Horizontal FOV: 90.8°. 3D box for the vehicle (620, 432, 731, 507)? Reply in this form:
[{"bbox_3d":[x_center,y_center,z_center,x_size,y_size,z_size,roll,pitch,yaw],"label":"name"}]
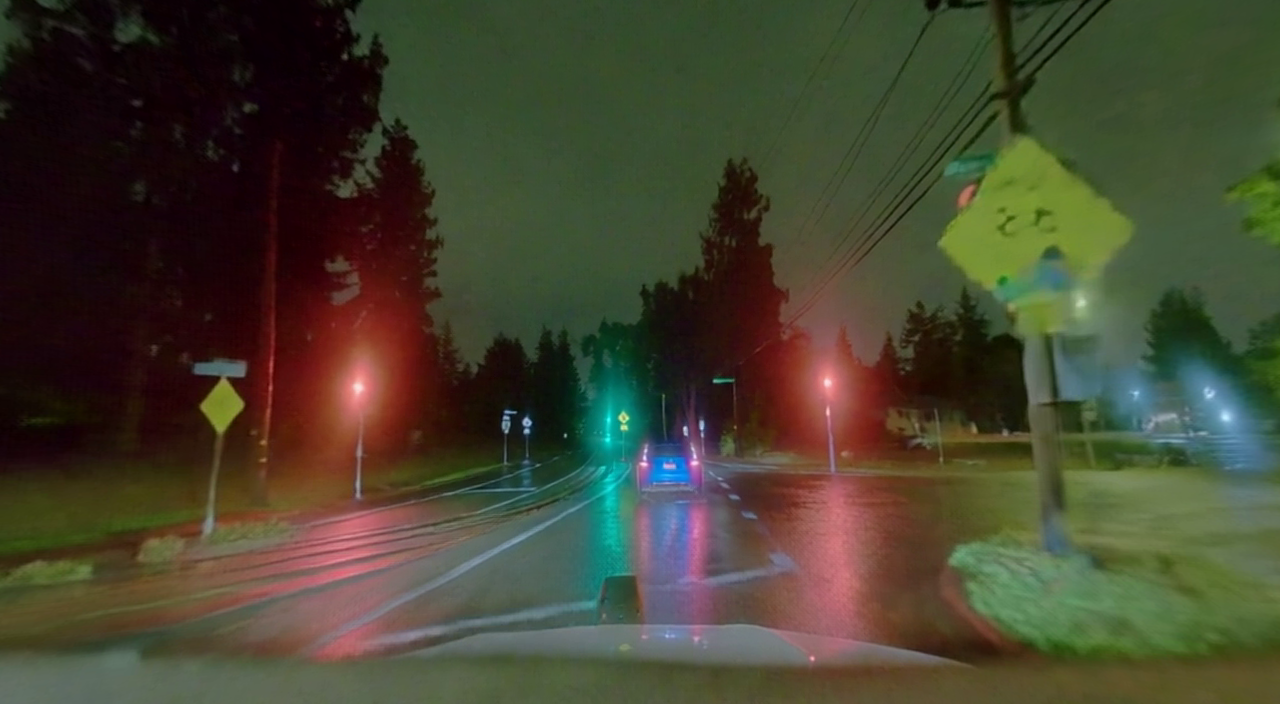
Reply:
[{"bbox_3d":[0.808,2.748,15.342,2.295,1.510,4.364,-1,-8,2],"label":"vehicle"}]
